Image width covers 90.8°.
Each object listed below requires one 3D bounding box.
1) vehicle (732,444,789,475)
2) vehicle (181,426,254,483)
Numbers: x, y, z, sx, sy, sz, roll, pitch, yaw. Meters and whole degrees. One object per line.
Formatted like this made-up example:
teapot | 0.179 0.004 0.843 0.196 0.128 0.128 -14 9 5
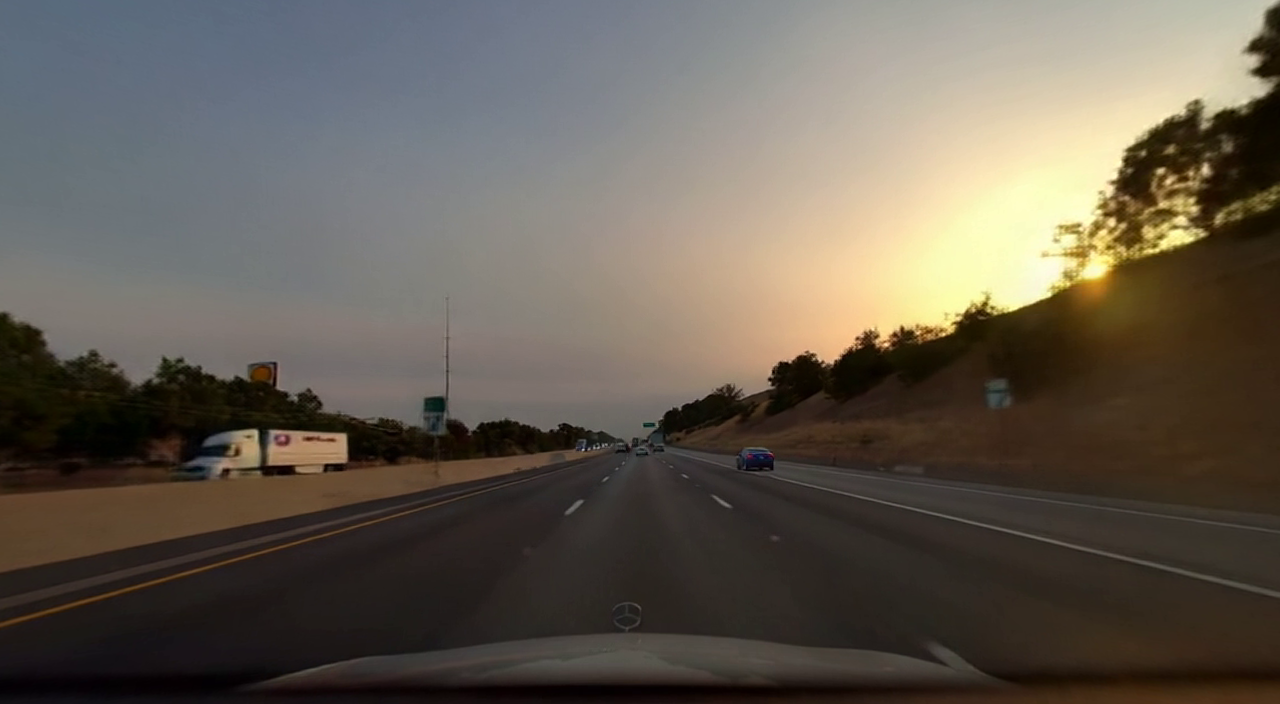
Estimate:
vehicle | 6.121 5.513 32.438 1.967 1.472 3.751 0 -9 -3
vehicle | -29.428 7.153 44.039 2.925 3.784 2.677 0 -9 0
